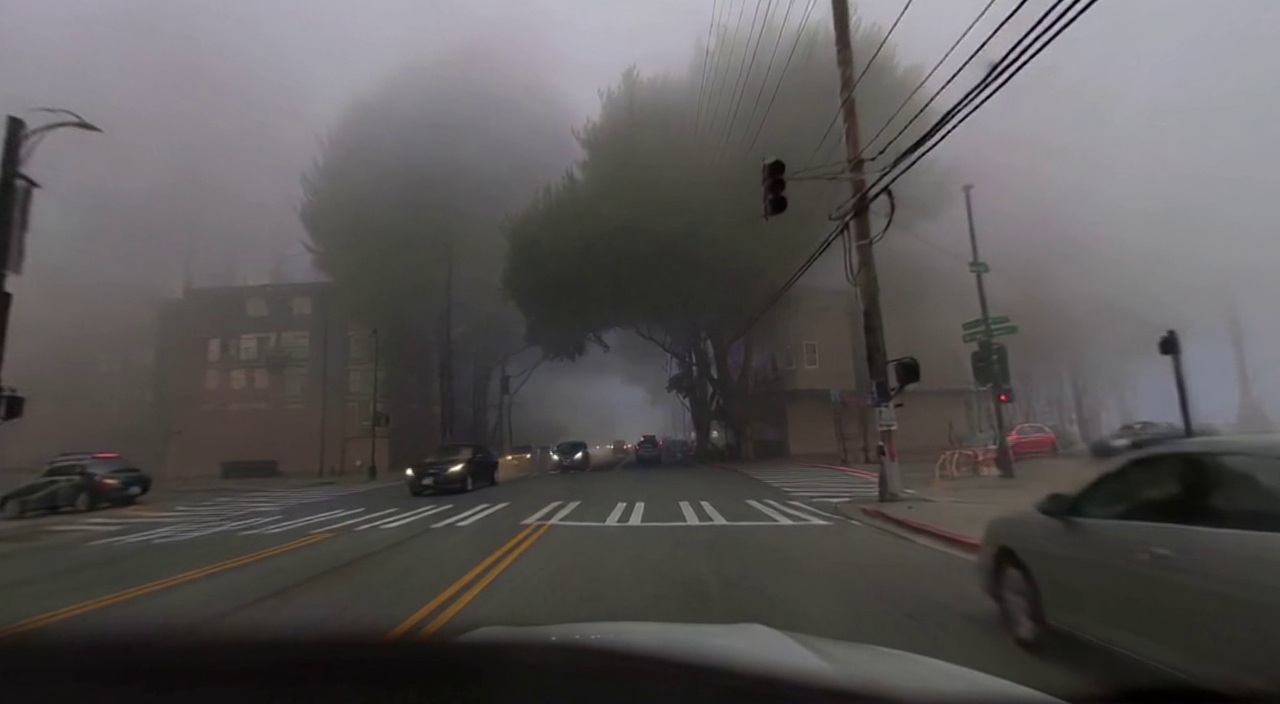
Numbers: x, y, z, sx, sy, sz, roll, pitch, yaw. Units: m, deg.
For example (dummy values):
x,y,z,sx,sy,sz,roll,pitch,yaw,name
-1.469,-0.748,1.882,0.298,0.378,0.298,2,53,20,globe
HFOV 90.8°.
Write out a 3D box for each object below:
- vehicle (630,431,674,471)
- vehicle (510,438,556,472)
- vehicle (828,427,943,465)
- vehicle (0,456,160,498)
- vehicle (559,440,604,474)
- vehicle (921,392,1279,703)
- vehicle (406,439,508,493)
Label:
x,y,z,sx,sy,sz,roll,pitch,yaw,name
0.554,5.036,32.242,2.127,1.893,4.194,0,-8,0,vehicle
-6.657,6.466,39.932,2.090,1.975,4.657,0,-8,0,vehicle
12.326,4.774,32.029,4.966,1.826,2.209,-1,-9,7,vehicle
-21.020,4.660,23.673,4.477,1.439,1.966,0,-8,1,vehicle
-2.956,5.376,32.688,2.026,1.616,4.109,0,-8,-2,vehicle
3.482,1.114,3.588,1.901,1.581,3.907,0,-8,-1,vehicle
-5.875,3.696,20.936,2.089,1.578,4.571,0,-8,-1,vehicle
